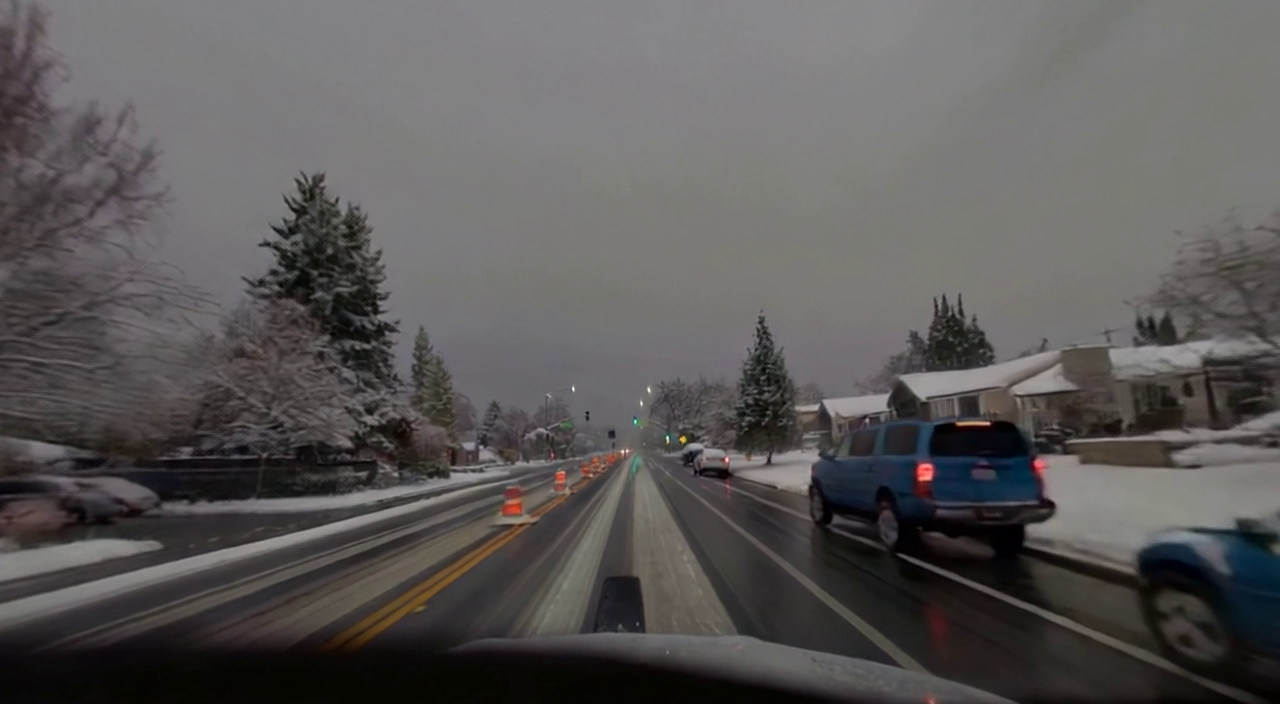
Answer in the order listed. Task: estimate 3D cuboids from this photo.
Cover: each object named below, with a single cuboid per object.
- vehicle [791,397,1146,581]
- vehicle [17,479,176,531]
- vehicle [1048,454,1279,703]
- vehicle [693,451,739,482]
[{"bbox_3d":[4.097,1.833,9.239,2.255,1.914,4.967,0,-9,-3],"label":"vehicle"},{"bbox_3d":[-20.282,5.706,23.970,2.015,1.444,4.958,-1,-9,-6],"label":"vehicle"},{"bbox_3d":[4.151,1.100,2.521,1.928,1.333,4.586,0,-9,-1],"label":"vehicle"},{"bbox_3d":[3.835,5.854,32.584,1.870,1.441,4.539,-1,-9,1],"label":"vehicle"}]
